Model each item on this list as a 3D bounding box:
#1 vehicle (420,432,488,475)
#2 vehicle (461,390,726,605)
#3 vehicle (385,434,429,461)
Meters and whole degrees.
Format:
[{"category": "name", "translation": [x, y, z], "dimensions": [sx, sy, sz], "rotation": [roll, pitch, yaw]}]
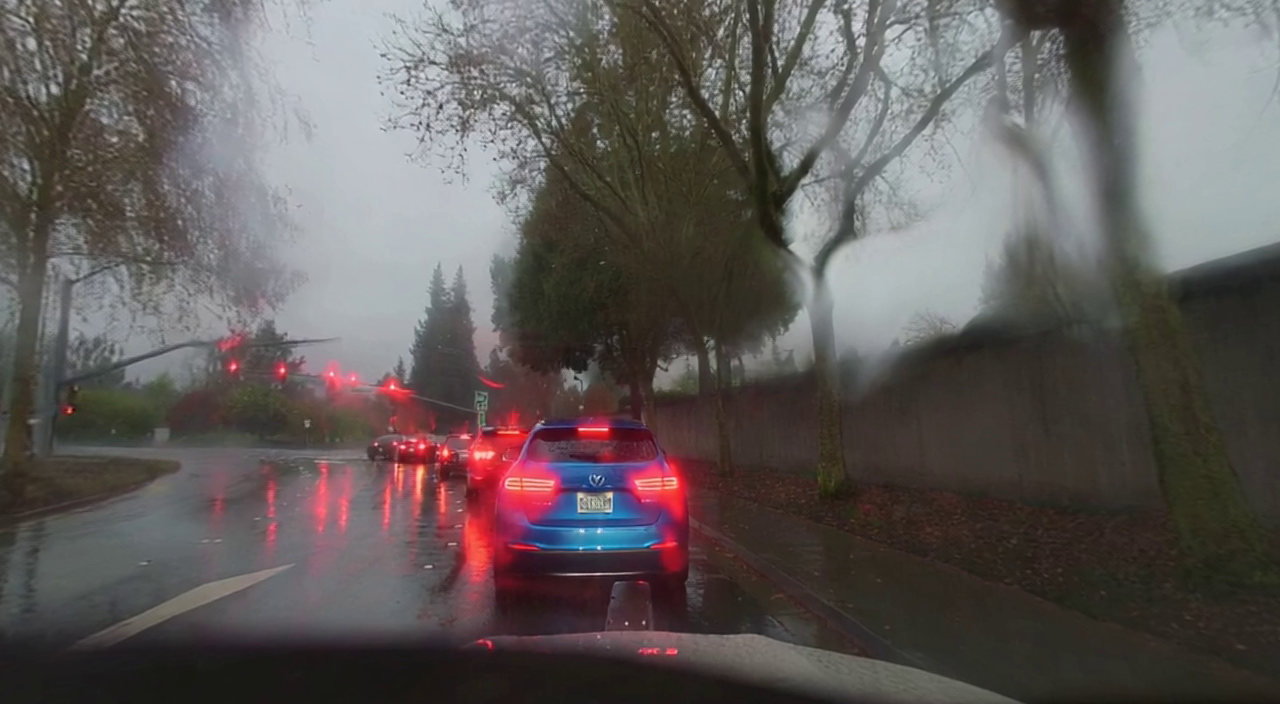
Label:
[{"category": "vehicle", "translation": [-7.296, 3.921, 24.492], "dimensions": [1.902, 1.536, 3.662], "rotation": [4, -9, -25]}, {"category": "vehicle", "translation": [-0.681, 1.453, 7.195], "dimensions": [2.134, 1.671, 4.147], "rotation": [1, -8, -10]}, {"category": "vehicle", "translation": [-13.738, 5.588, 36.902], "dimensions": [1.863, 1.488, 4.426], "rotation": [4, -9, -26]}]
